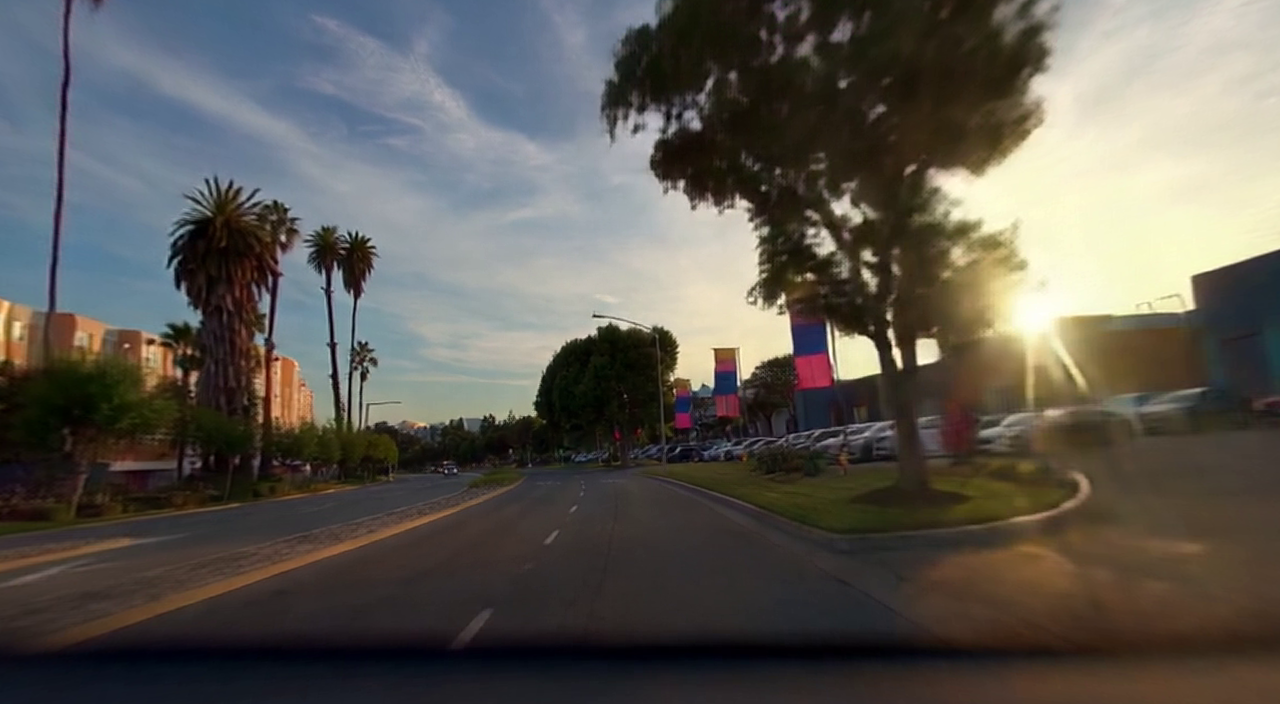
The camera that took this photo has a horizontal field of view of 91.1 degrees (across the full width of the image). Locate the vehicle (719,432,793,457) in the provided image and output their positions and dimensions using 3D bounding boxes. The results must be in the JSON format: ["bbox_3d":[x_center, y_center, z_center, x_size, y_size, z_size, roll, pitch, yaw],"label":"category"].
[{"bbox_3d":[7.954,6.388,43.414,4.636,1.695,2.025,1,-9,-5],"label":"vehicle"}]

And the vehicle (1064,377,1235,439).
[{"bbox_3d":[19.738,2.249,24.585,2.002,1.686,4.537,-2,-12,-27],"label":"vehicle"}]

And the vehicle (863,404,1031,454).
[{"bbox_3d":[10.527,2.692,21.830,4.671,1.630,2.200,0,-9,0],"label":"vehicle"}]
